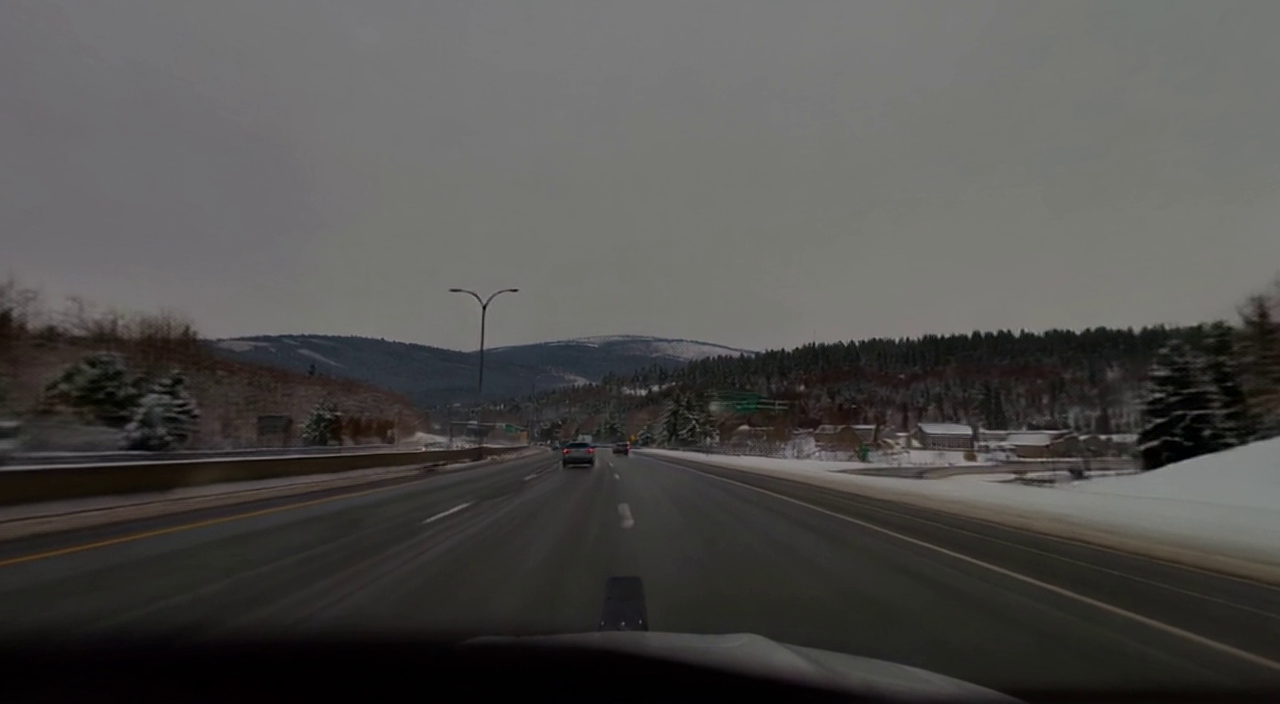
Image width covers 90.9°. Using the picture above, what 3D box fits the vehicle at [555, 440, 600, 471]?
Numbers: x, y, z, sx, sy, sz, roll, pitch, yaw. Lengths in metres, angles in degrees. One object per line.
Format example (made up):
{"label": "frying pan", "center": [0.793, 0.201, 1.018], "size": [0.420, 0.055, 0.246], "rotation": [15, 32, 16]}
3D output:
{"label": "vehicle", "center": [-3.230, 5.411, 33.252], "size": [2.193, 1.497, 4.337], "rotation": [0, -8, -4]}
